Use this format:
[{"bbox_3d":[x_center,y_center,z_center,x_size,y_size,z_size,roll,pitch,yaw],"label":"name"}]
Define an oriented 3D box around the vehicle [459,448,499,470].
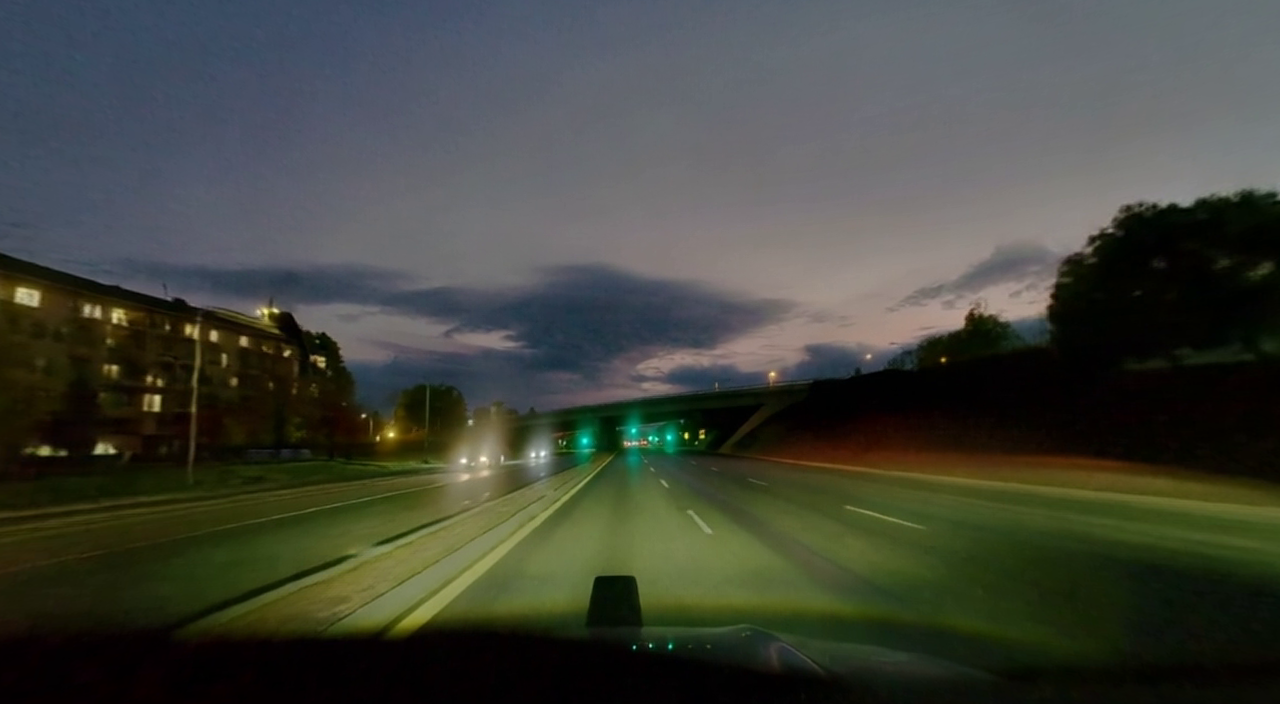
[{"bbox_3d":[-12.360,8.260,48.855,1.932,1.615,4.235,0,-9,0],"label":"vehicle"}]
